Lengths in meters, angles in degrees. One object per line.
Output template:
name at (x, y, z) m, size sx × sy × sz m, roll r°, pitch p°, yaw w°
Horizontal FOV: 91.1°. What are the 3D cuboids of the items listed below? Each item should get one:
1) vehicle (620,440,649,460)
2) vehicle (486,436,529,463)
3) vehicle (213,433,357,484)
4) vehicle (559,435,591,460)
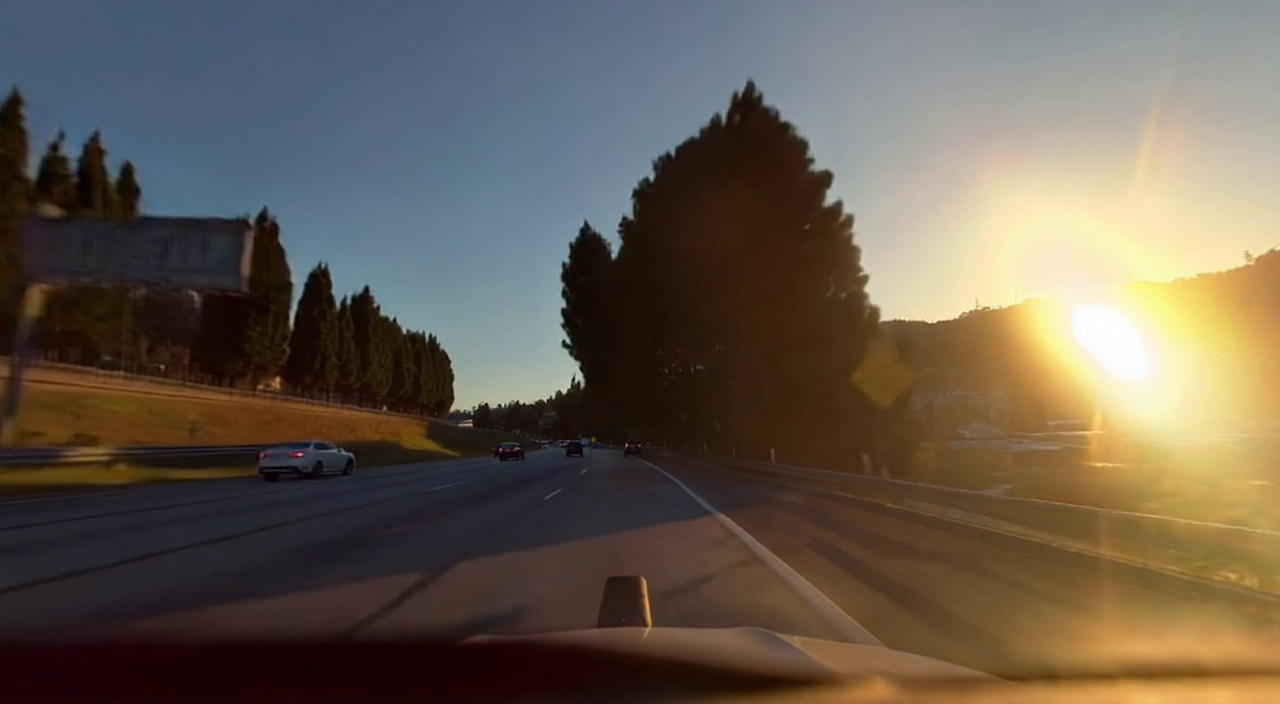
vehicle at (-0.456, 7.647, 48.946) m, size 2.060 × 1.465 × 3.974 m, roll 1°, pitch -8°, yaw -3°
vehicle at (-8.884, 6.560, 42.342) m, size 2.015 × 1.651 × 4.432 m, roll 1°, pitch -8°, yaw -2°
vehicle at (-11.715, 3.541, 21.231) m, size 2.056 × 1.489 × 4.852 m, roll 0°, pitch -8°, yaw 0°
vehicle at (-5.067, 7.470, 49.262) m, size 2.138 × 1.833 × 4.622 m, roll 1°, pitch -8°, yaw -2°
